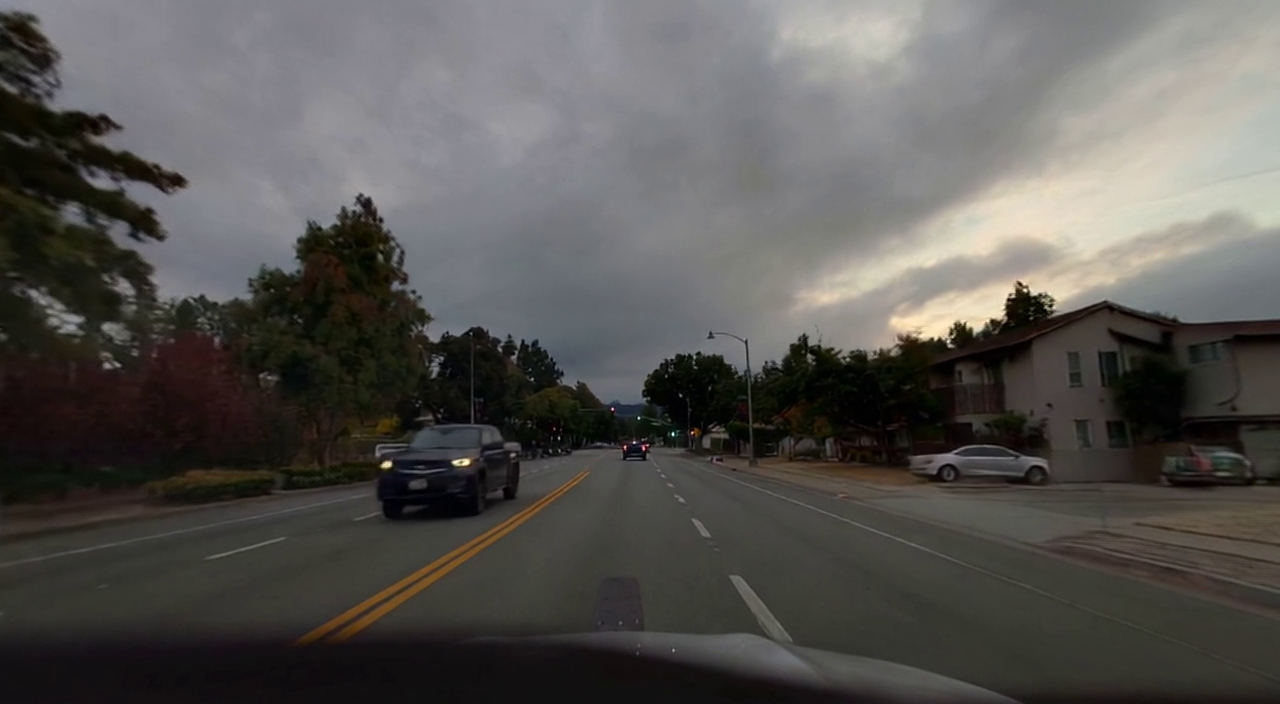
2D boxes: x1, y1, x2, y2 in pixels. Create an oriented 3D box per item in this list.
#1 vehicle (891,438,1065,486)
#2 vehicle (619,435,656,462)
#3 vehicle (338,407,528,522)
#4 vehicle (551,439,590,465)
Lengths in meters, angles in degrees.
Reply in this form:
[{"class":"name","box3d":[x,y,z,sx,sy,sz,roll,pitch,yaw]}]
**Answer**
[{"class":"vehicle","box3d":[11.052,3.606,20.900,4.697,1.462,1.881,0,-8,-2]},{"class":"vehicle","box3d":[-0.121,7.255,47.585,2.554,1.902,5.329,0,-9,2]},{"class":"vehicle","box3d":[-4.162,2.405,13.982,2.429,1.953,5.345,-2,-9,0]},{"class":"vehicle","box3d":[-4.565,6.636,42.024,2.105,1.663,4.523,0,-9,-1]}]
